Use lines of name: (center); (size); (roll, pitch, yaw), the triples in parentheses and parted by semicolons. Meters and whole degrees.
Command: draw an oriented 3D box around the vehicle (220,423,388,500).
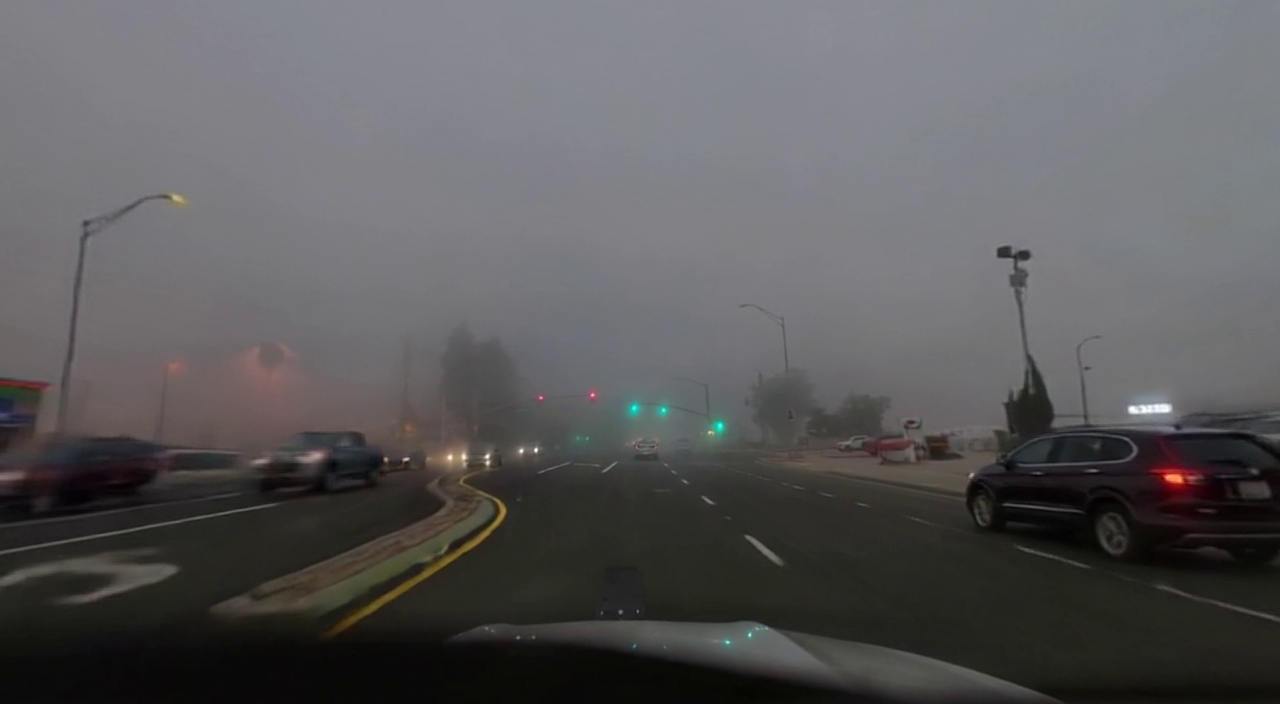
vehicle: (-9.305, 3.065, 18.151); (2.169, 1.910, 4.745); (0, -8, 0)

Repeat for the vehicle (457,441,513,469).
vehicle: (-9.238, 6.188, 38.168); (2.042, 1.555, 4.748); (0, -8, 1)

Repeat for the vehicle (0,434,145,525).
vehicle: (-12.833, 2.536, 12.933); (1.897, 1.683, 4.307); (0, -8, 0)

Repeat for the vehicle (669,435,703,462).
vehicle: (3.468, 7.419, 48.701); (2.190, 1.913, 5.174); (0, -8, 0)

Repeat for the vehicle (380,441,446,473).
vehicle: (-12.447, 5.762, 34.998); (1.972, 1.590, 4.370); (0, -8, 1)

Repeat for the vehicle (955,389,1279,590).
vehicle: (6.440, 1.602, 8.257); (2.066, 1.807, 4.893); (0, -8, -1)

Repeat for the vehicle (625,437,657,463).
vehicle: (0.080, 6.820, 44.087); (2.177, 1.754, 3.815); (0, -8, 1)
